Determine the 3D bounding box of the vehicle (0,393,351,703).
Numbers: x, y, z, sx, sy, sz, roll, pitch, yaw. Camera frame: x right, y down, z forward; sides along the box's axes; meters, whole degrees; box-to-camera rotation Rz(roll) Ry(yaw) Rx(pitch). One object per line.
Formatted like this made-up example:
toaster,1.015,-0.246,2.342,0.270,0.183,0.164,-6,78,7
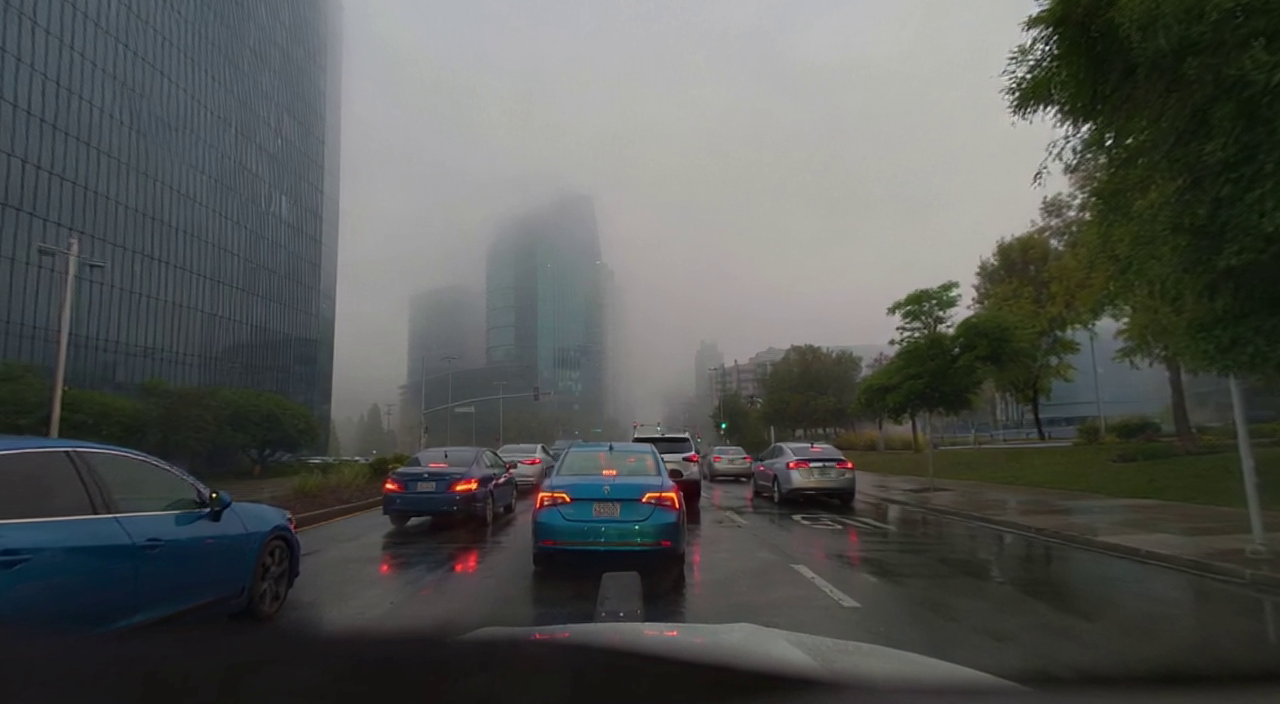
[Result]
vehicle,-3.553,1.076,3.500,1.933,1.520,4.195,0,-9,-1

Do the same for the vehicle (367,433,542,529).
vehicle,-3.340,2.416,12.422,2.044,1.508,4.479,0,-9,1

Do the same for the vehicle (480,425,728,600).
vehicle,-0.258,1.741,7.782,2.174,1.509,4.374,0,-9,2

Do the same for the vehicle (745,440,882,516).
vehicle,3.853,2.855,14.836,1.940,1.514,4.187,0,-9,-1
